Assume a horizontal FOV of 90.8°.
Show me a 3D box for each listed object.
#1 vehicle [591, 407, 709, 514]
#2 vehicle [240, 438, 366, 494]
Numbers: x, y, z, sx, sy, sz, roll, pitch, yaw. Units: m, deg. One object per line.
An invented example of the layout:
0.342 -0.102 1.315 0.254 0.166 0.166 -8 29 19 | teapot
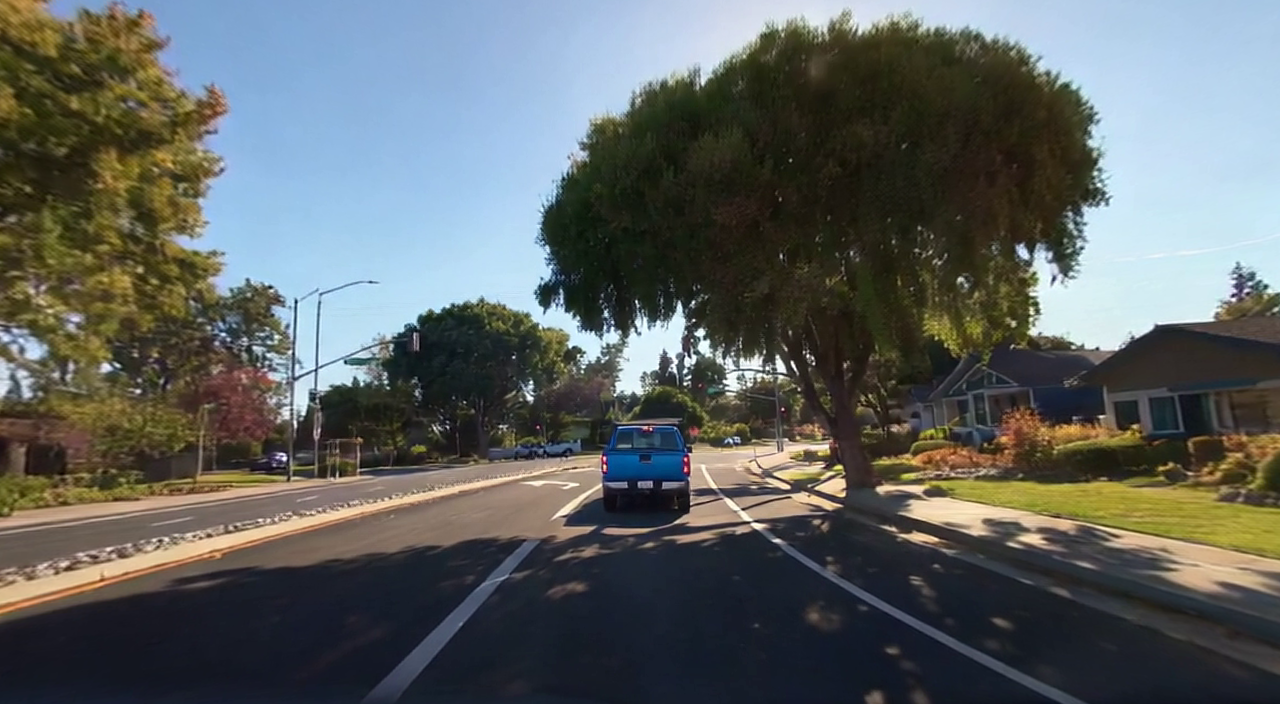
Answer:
0.240 2.341 14.002 2.153 1.942 4.767 0 -9 2 | vehicle
-12.971 4.379 24.779 2.053 1.822 4.852 -2 -7 4 | vehicle
